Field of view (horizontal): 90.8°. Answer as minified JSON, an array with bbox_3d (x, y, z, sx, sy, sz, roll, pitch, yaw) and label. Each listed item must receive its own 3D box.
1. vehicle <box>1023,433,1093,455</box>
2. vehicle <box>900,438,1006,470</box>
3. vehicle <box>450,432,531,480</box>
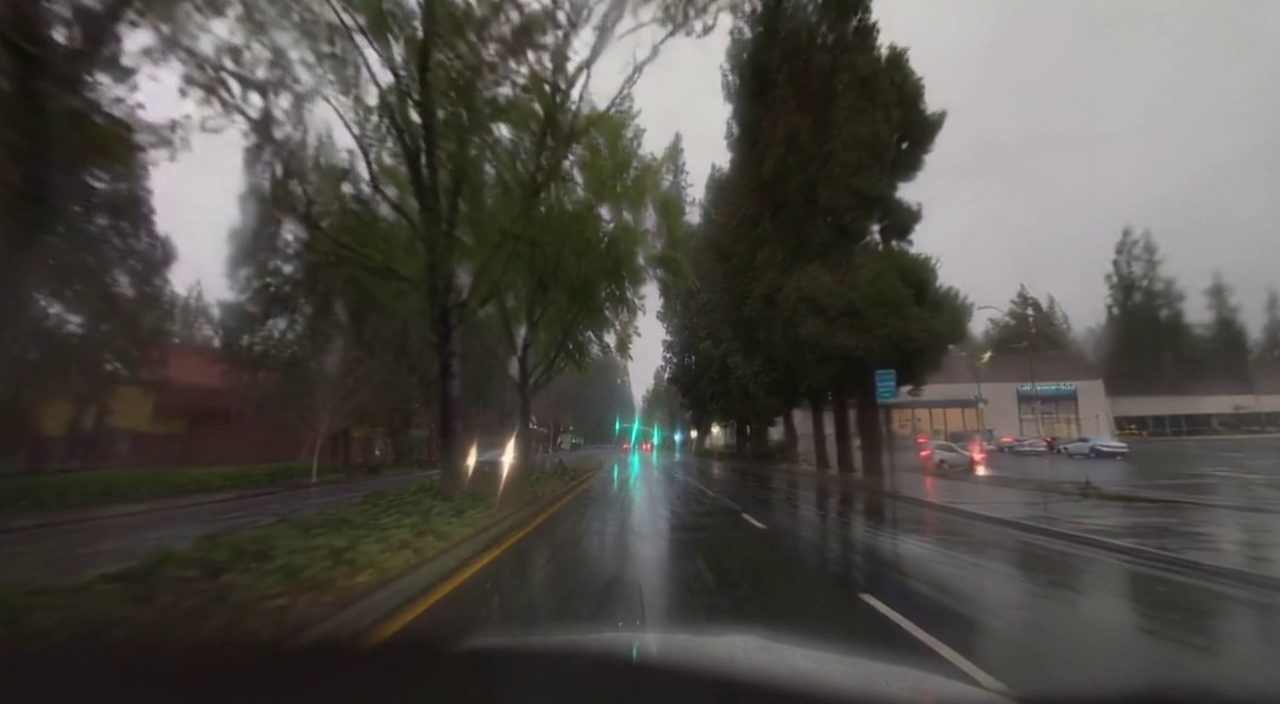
[{"bbox_3d":[28.892,6.391,43.882,1.820,1.463,4.371,0,-8,-1],"label":"vehicle"},{"bbox_3d":[16.187,5.288,32.869,4.421,1.412,1.949,-2,-8,-1],"label":"vehicle"},{"bbox_3d":[-6.689,4.718,28.973,2.437,1.986,5.135,0,-8,0],"label":"vehicle"}]
